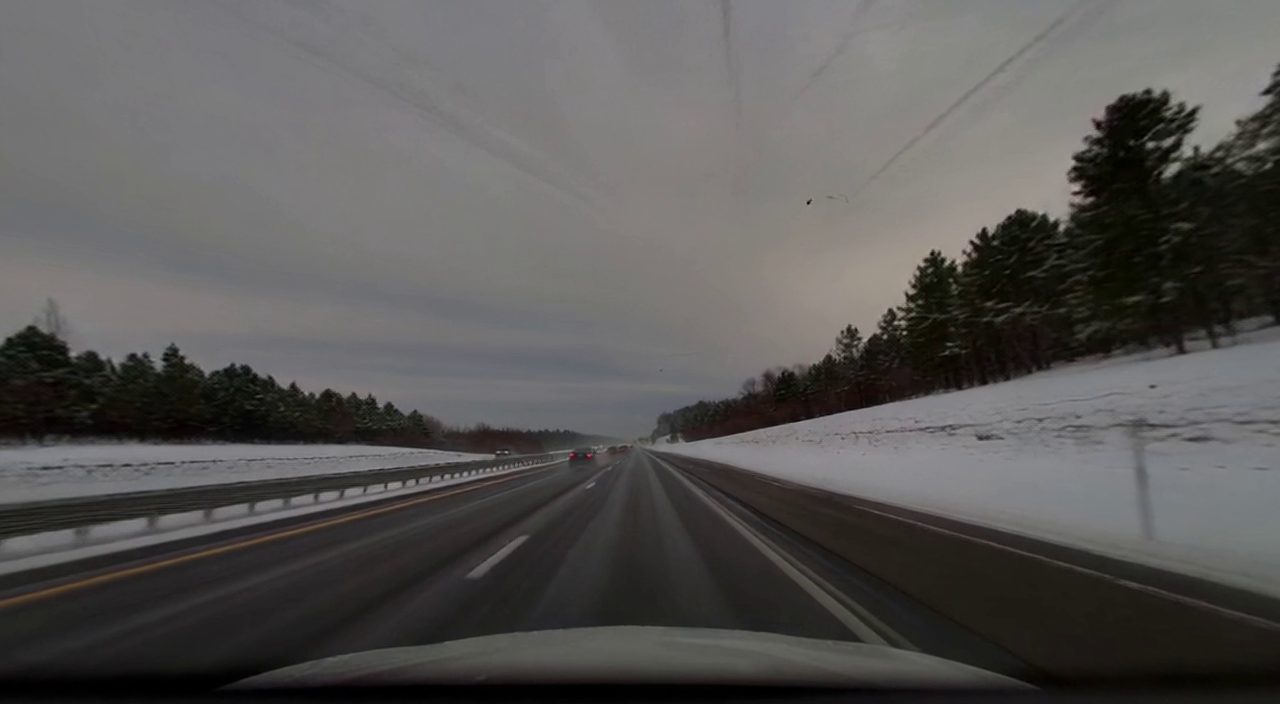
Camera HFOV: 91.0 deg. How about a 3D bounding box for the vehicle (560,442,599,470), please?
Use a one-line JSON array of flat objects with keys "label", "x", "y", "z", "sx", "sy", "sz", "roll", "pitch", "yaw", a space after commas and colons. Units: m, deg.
[{"label": "vehicle", "x": -3.975, "y": 6.937, "z": 42.184, "sx": 2.132, "sy": 1.701, "sz": 4.303, "roll": 0, "pitch": -9, "yaw": 1}]
